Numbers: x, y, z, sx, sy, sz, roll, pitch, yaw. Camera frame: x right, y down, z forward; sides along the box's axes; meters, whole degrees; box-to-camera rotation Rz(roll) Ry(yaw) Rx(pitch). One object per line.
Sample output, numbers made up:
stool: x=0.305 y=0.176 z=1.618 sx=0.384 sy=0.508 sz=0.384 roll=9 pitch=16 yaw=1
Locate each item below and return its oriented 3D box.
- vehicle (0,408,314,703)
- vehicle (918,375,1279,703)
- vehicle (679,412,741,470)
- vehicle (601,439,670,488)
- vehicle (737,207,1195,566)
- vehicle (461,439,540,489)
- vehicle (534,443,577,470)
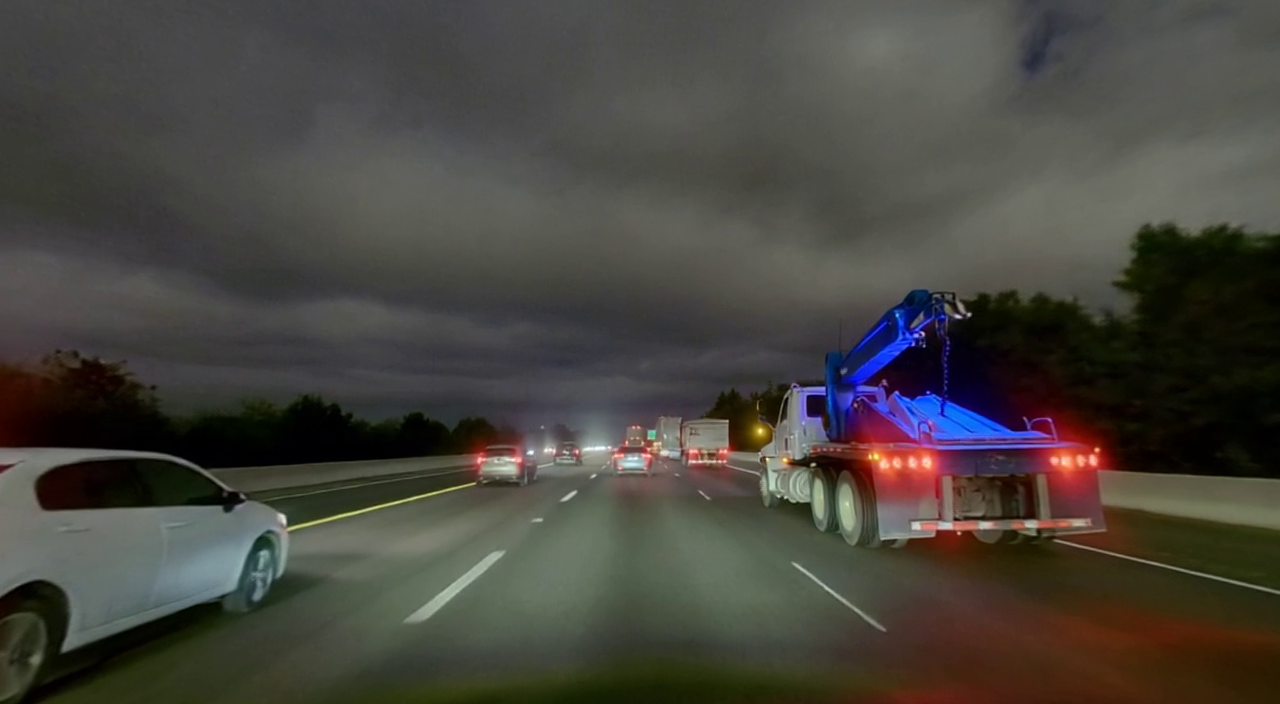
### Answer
vehicle: x=-4.118 y=1.125 z=3.630 sx=1.880 sy=1.507 sz=4.757 roll=0 pitch=-9 yaw=0
vehicle: x=4.009 y=0.981 z=3.076 sx=2.599 sy=1.631 sz=5.693 roll=0 pitch=-9 yaw=-1
vehicle: x=3.701 y=4.970 z=34.708 sx=2.416 sy=2.829 sz=7.016 roll=0 pitch=-9 yaw=-2
vehicle: x=-0.206 y=3.785 z=21.603 sx=2.150 sy=1.498 sz=3.988 roll=0 pitch=-9 yaw=-2
vehicle: x=3.848 y=0.914 z=10.504 sx=2.975 sy=3.618 sz=8.456 roll=0 pitch=-9 yaw=0
vehicle: x=-4.721 y=3.846 z=21.776 sx=1.858 sy=1.527 sz=3.974 roll=0 pitch=-9 yaw=-1
vehicle: x=-4.947 y=6.191 z=37.117 sx=1.924 sy=1.481 sz=4.264 roll=0 pitch=-9 yaw=0
